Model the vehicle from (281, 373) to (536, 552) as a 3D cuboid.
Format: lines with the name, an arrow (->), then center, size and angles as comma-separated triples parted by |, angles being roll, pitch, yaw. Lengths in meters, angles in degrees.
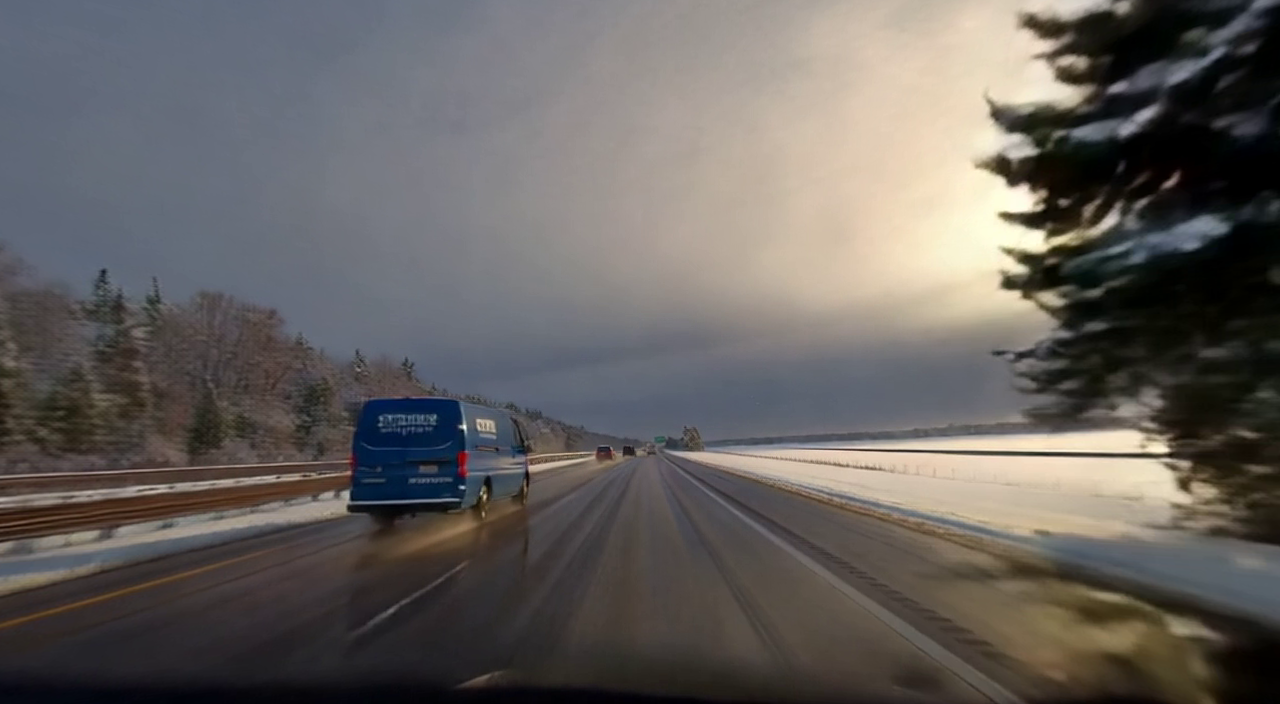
vehicle -> -3.510, 1.855, 11.076 | 2.360, 2.367, 5.223 | 0, -9, 1
